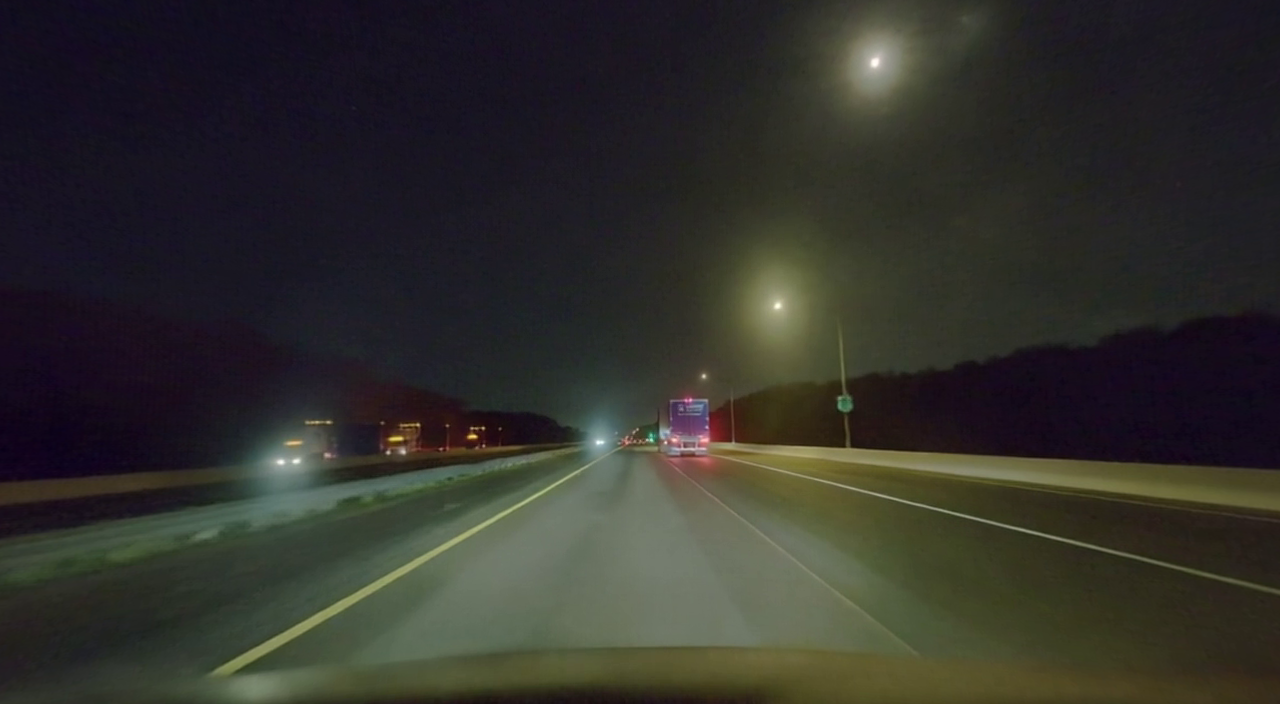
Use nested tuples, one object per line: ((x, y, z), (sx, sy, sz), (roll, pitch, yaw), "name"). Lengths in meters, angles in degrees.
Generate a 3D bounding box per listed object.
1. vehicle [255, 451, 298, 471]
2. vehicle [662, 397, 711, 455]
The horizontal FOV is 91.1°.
((-28.356, 8.500, 49.202), (1.833, 1.425, 4.295), (2, -8, -16), "vehicle")
((3.275, 5.572, 46.603), (2.888, 3.866, 8.380), (0, -8, -1), "vehicle")
